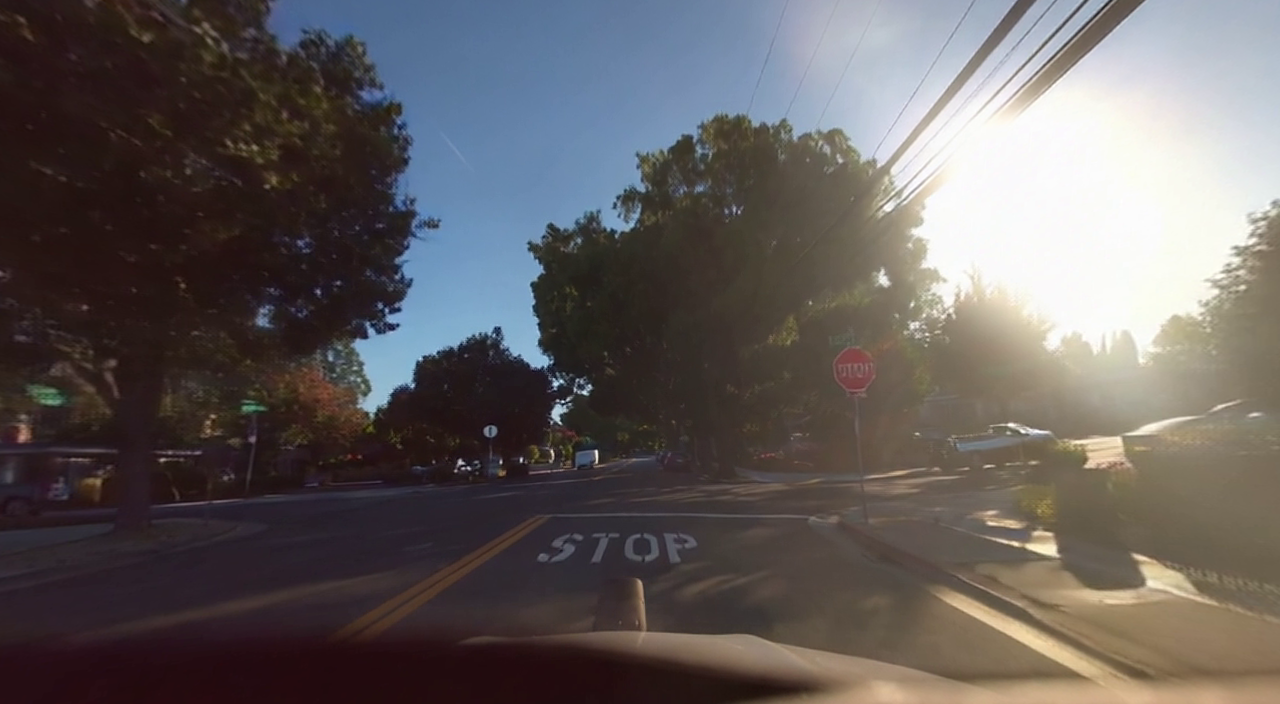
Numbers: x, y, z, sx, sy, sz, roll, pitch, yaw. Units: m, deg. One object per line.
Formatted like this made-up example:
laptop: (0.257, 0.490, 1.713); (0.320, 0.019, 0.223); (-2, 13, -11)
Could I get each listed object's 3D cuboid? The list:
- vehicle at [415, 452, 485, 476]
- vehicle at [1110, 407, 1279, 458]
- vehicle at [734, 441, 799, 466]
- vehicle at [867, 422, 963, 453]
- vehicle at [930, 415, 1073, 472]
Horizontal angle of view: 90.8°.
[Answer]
vehicle: (-12.140, 7.165, 40.505); (3.937, 1.390, 1.644); (0, -7, 0)
vehicle: (17.593, 2.557, 20.020); (4.682, 1.483, 1.917); (2, -9, -20)
vehicle: (9.649, 7.768, 48.134); (4.399, 1.537, 1.859); (4, -19, -21)
vehicle: (15.084, 4.750, 34.918); (1.960, 1.584, 4.669); (3, -9, -23)
vehicle: (15.161, 3.849, 26.597); (4.788, 1.875, 2.148); (1, -19, -15)
